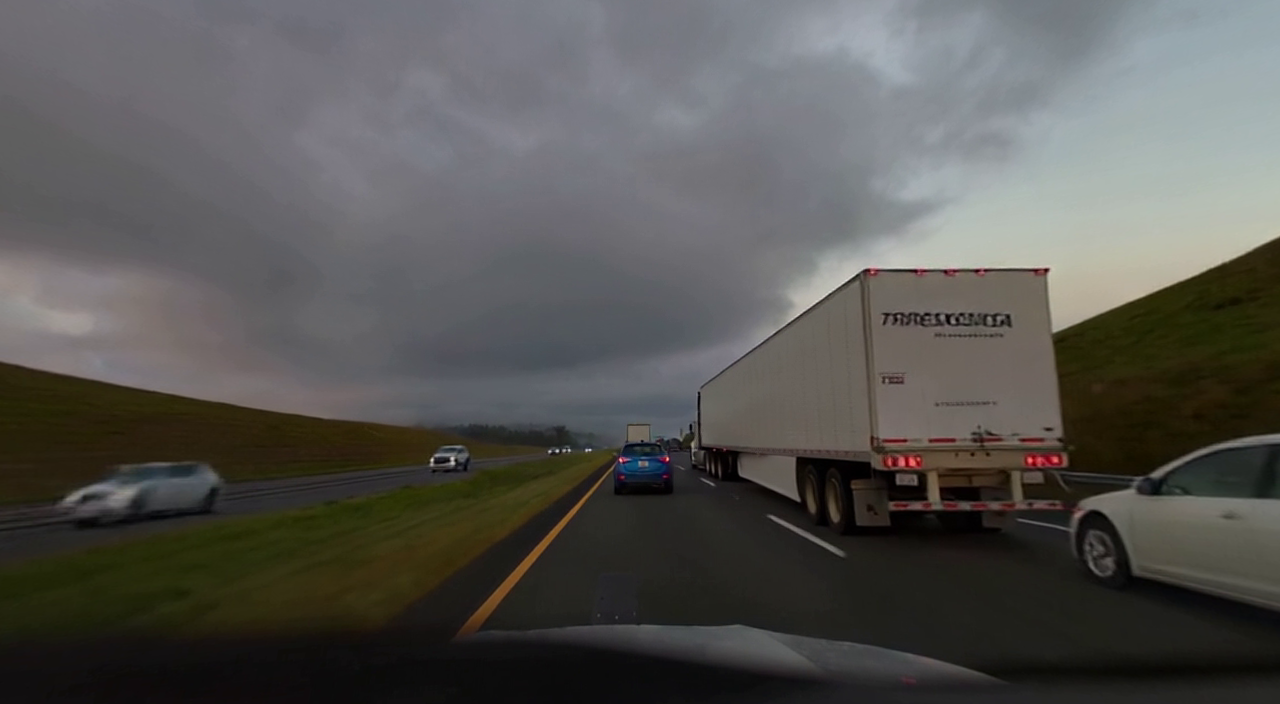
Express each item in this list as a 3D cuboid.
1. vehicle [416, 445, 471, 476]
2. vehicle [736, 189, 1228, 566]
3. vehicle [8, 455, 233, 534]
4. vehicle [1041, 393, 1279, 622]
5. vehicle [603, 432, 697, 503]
[{"bbox_3d":[-11.867,6.518,38.232,1.988,1.727,4.217,-1,-8,0],"label":"vehicle"},{"bbox_3d":[4.521,0.845,11.973,3.235,4.197,9.908,0,-7,-3],"label":"vehicle"},{"bbox_3d":[-11.756,3.195,14.681,1.940,1.495,3.889,-1,-9,-1],"label":"vehicle"},{"bbox_3d":[5.554,1.044,4.148,1.888,1.591,4.815,1,-8,-14],"label":"vehicle"},{"bbox_3d":[0.193,2.800,15.676,2.045,1.507,3.763,-1,-8,-1],"label":"vehicle"}]
